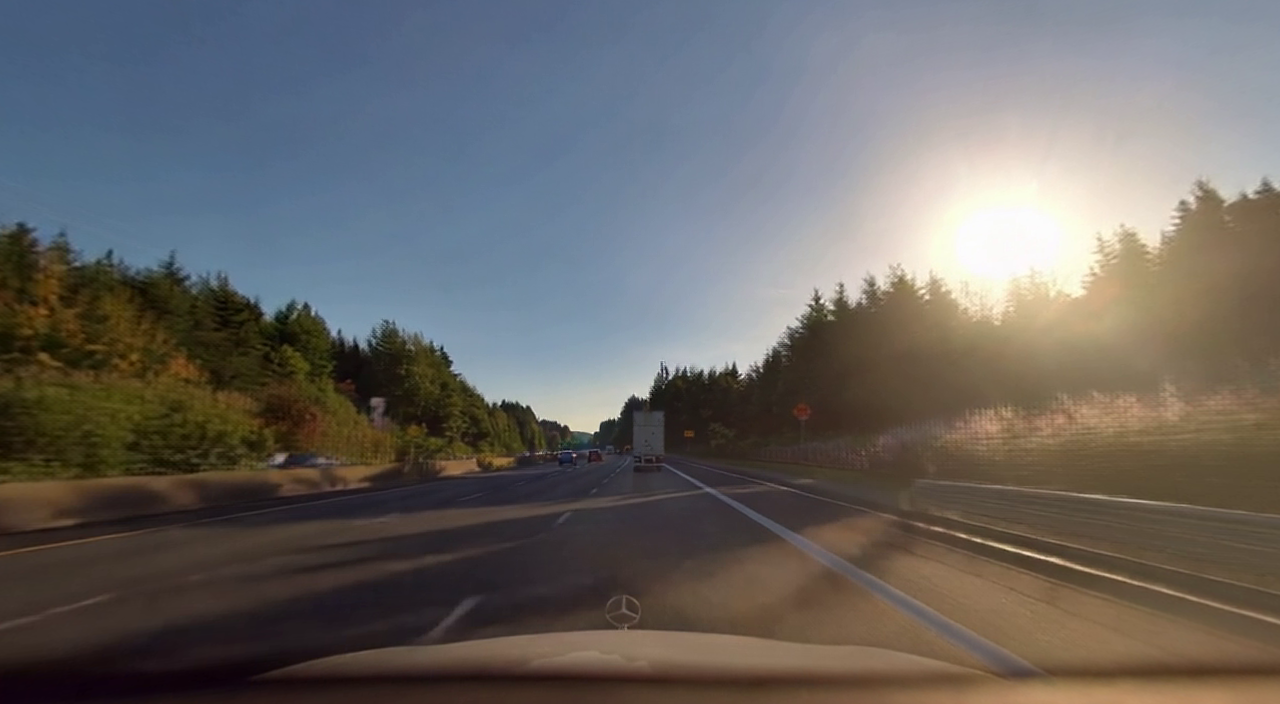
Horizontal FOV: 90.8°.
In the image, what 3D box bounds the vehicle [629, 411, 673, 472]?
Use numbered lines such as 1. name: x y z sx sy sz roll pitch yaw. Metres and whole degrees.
1. vehicle: 0.681 7.156 49.476 2.901 4.032 14.338 0 -9 0
